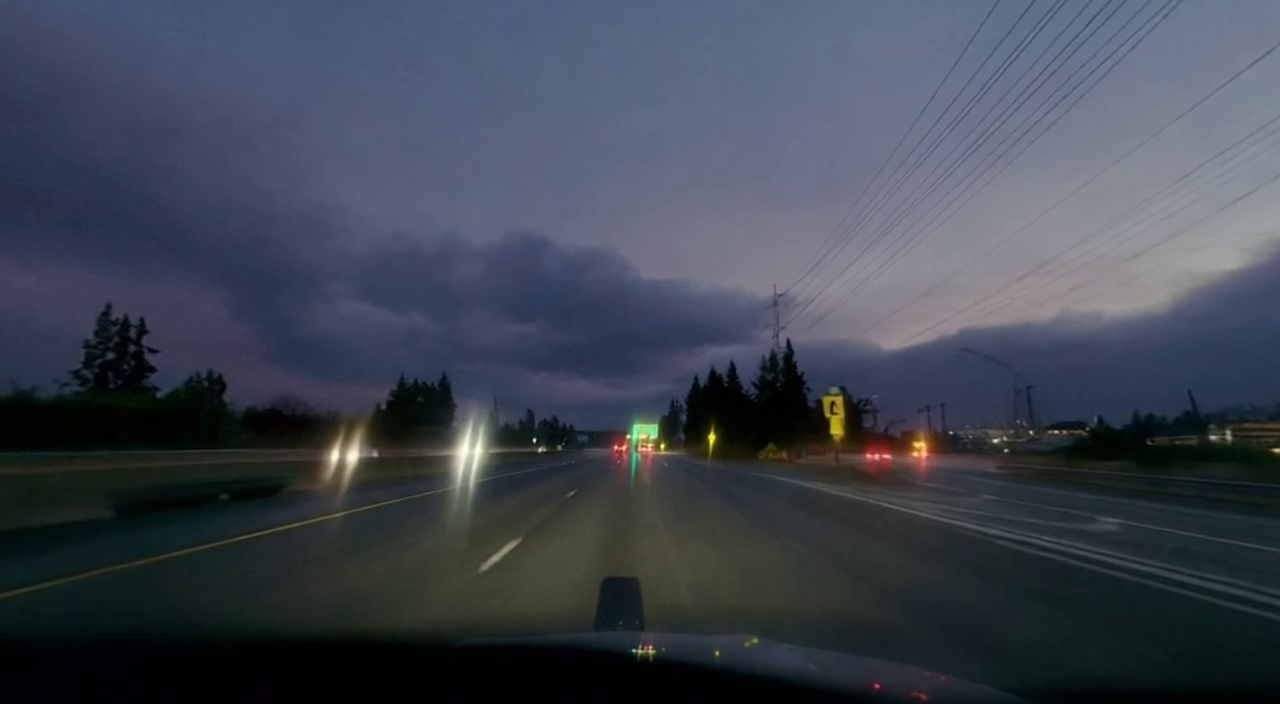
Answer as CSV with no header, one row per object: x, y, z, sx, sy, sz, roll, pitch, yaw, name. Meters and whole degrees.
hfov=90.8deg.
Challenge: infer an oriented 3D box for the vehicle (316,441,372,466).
-21.780,7.477,46.717,1.889,1.672,4.483,0,-8,1,vehicle
